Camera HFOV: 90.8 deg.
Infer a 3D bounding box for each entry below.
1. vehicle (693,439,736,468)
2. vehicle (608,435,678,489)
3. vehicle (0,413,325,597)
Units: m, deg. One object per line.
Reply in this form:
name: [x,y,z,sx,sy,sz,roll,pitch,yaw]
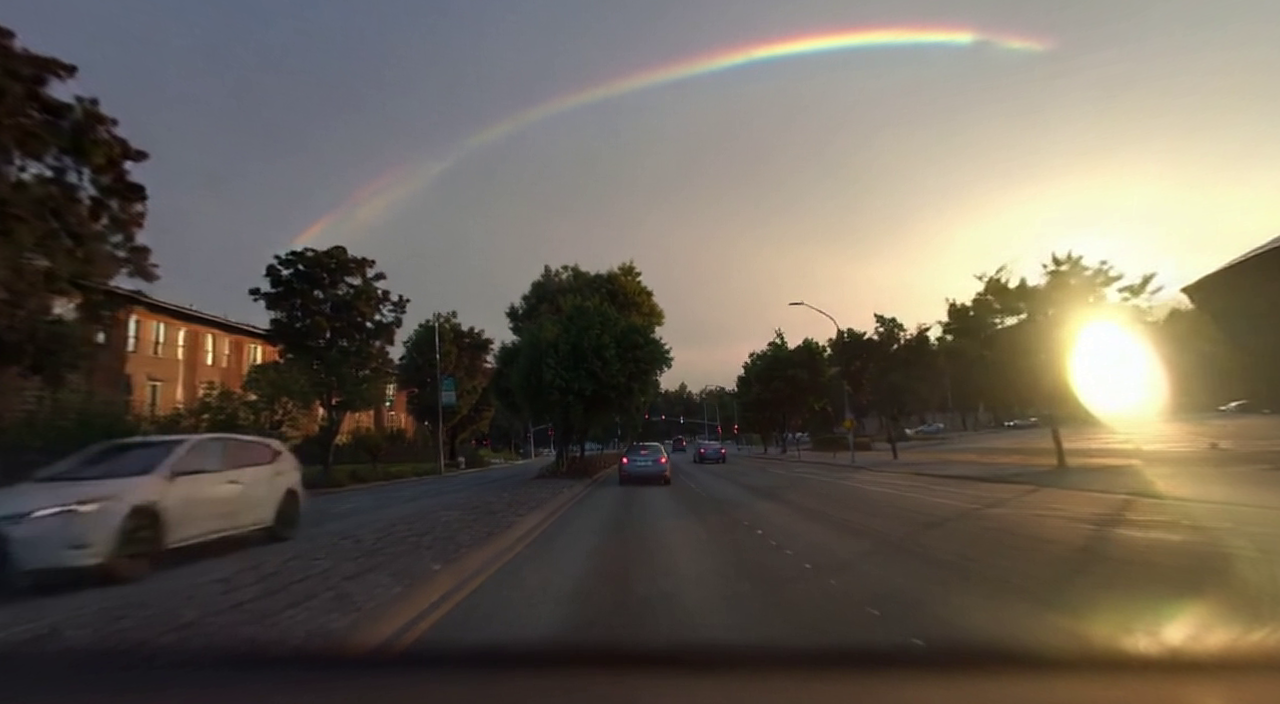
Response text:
vehicle: [4.557,6.273,39.183,1.987,1.613,4.081,-1,-9,-2]
vehicle: [0.108,3.810,22.090,2.181,1.639,4.127,-1,-9,0]
vehicle: [-6.569,1.886,8.645,2.174,1.802,4.591,-1,-9,-1]
